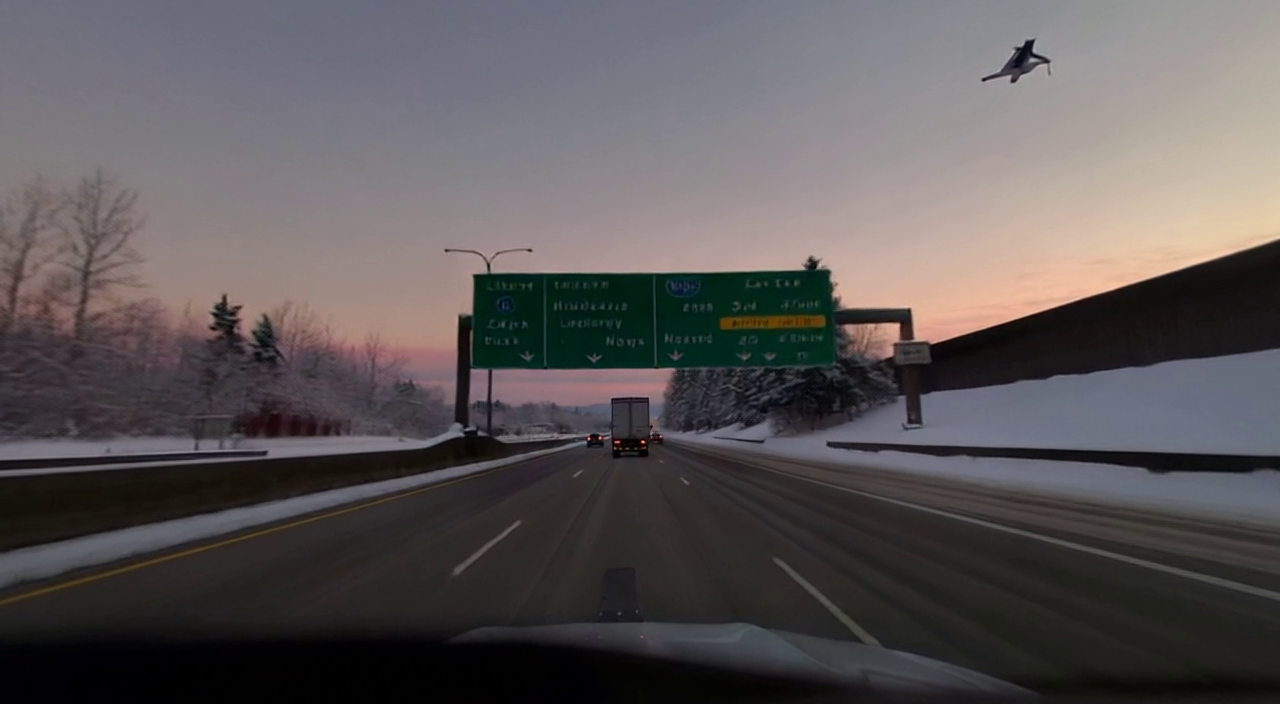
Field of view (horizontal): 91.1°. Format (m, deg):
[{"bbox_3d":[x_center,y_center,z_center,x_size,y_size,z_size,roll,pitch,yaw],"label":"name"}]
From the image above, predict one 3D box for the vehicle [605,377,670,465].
[{"bbox_3d":[-0.230,4.259,37.086,2.965,3.972,16.689,0,-8,-1],"label":"vehicle"}]
